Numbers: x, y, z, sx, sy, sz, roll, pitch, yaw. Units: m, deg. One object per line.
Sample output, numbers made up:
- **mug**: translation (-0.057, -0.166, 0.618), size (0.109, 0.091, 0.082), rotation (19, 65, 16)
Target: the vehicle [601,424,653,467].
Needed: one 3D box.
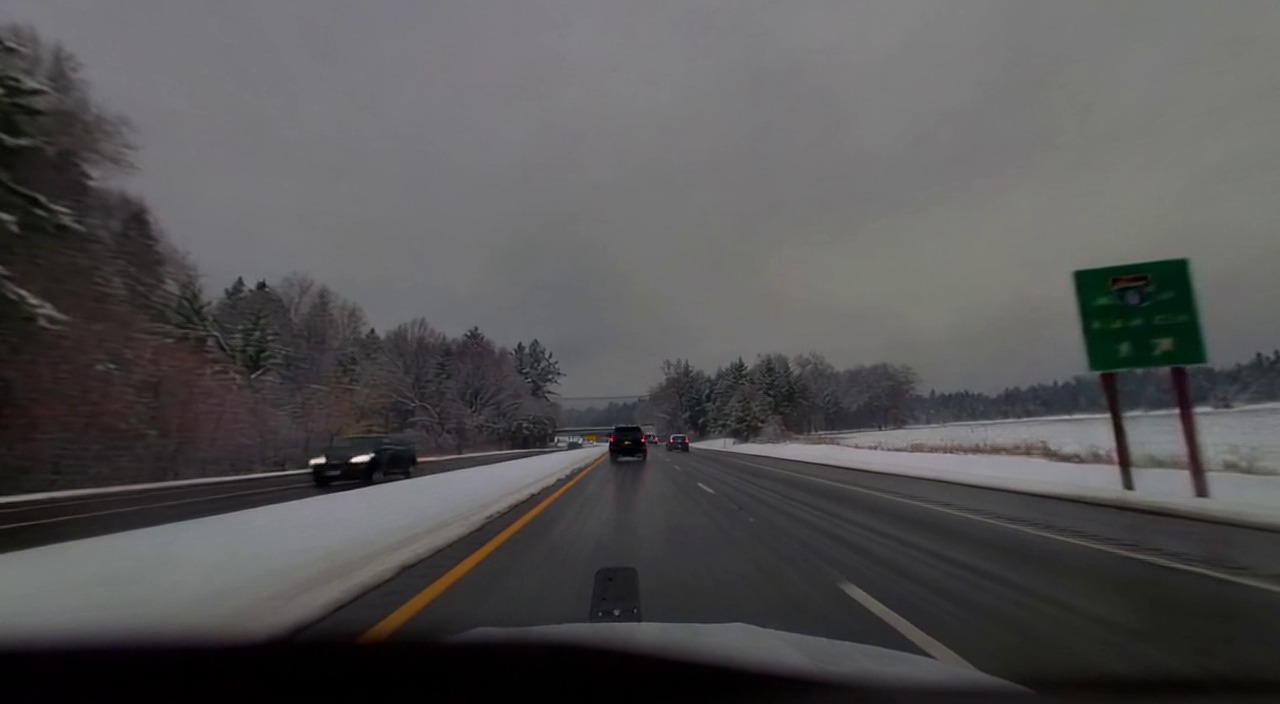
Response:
- **vehicle**: translation (-0.700, 4.854, 32.973), size (2.503, 2.044, 4.633), rotation (0, -8, -2)

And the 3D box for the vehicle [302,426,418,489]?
- **vehicle**: translation (-9.314, 3.509, 21.431), size (1.957, 1.894, 4.375), rotation (0, -8, -1)
